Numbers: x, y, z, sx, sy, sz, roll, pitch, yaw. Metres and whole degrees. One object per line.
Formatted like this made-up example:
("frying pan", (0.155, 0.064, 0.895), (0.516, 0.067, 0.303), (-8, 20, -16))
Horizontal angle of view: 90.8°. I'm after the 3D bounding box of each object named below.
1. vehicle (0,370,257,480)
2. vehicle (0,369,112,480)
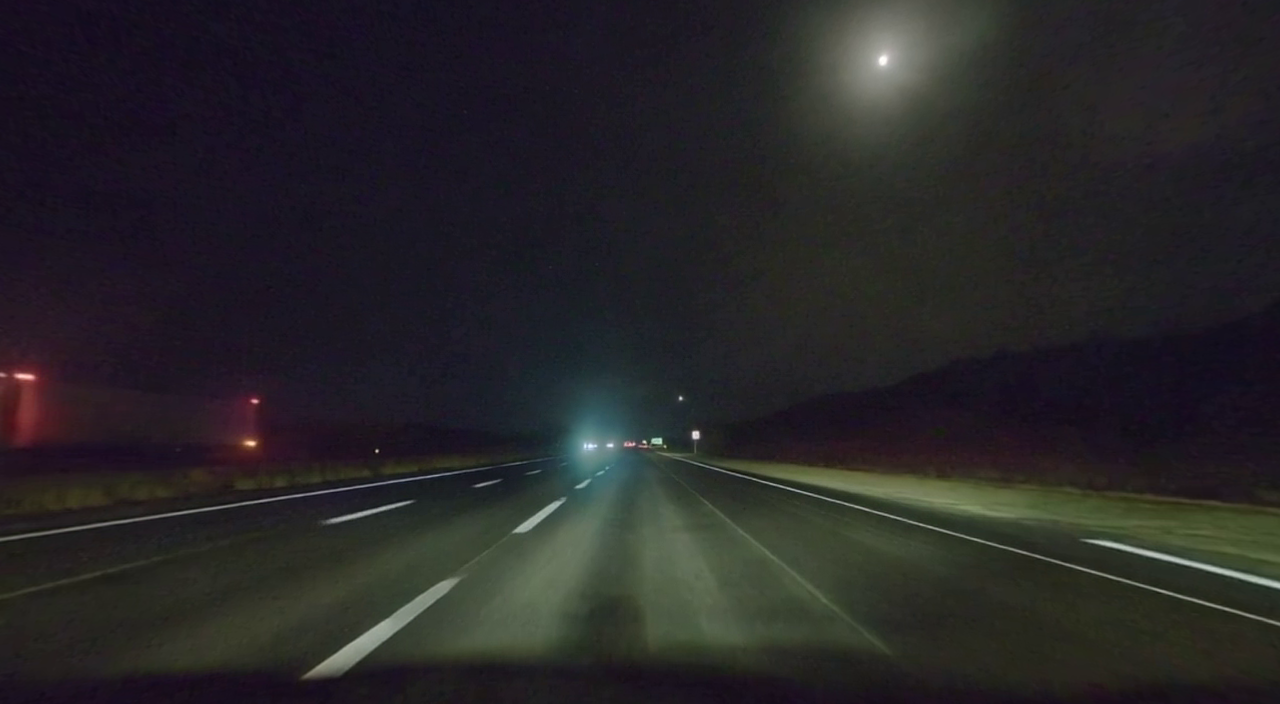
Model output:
("vehicle", (-24.530, 3.792, 30.475), (3.072, 4.067, 14.457), (0, -9, 0))
("vehicle", (-24.465, 2.794, 23.783), (3.209, 3.947, 6.545), (0, -9, 0))
